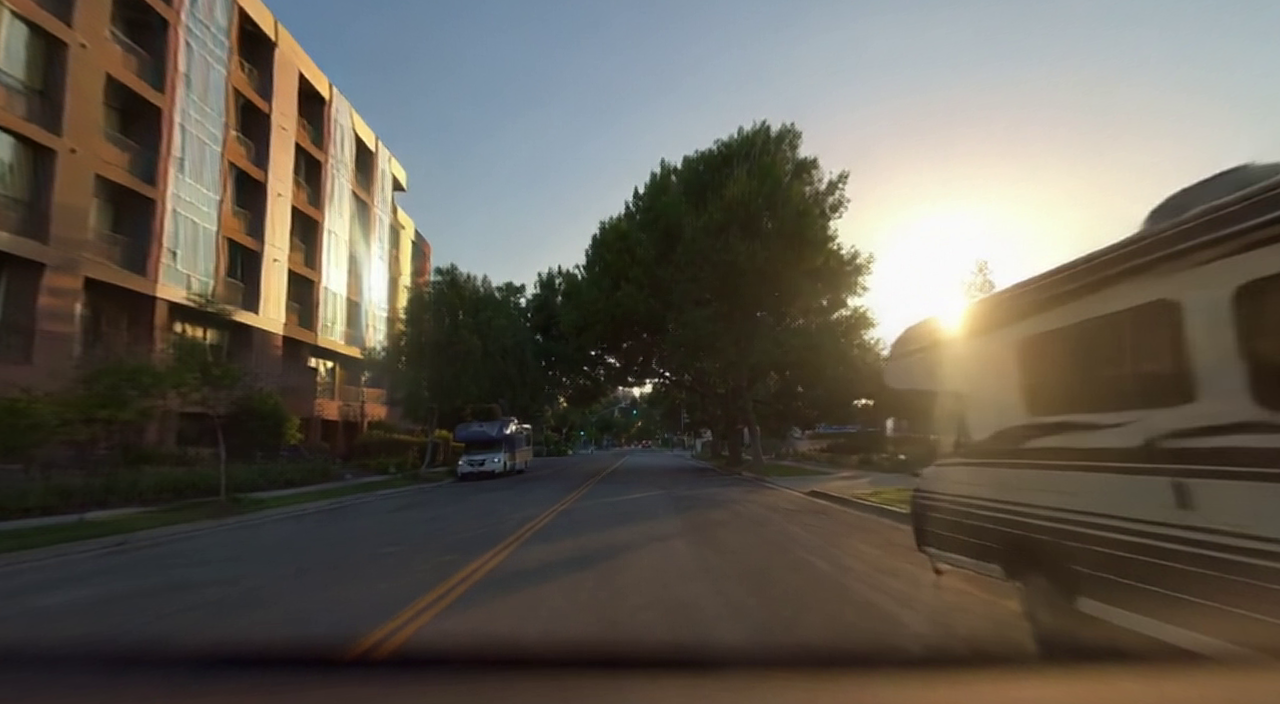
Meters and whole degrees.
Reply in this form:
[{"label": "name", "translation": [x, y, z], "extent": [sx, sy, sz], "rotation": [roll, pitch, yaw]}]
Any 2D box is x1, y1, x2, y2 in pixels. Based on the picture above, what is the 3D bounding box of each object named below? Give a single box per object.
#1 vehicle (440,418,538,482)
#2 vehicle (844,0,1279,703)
[{"label": "vehicle", "translation": [-7.251, 4.810, 31.597], "extent": [3.108, 2.771, 7.999], "rotation": [0, -8, -1]}, {"label": "vehicle", "translation": [3.746, 0.082, 1.932], "extent": [3.074, 3.099, 8.805], "rotation": [1, -8, -2]}]
